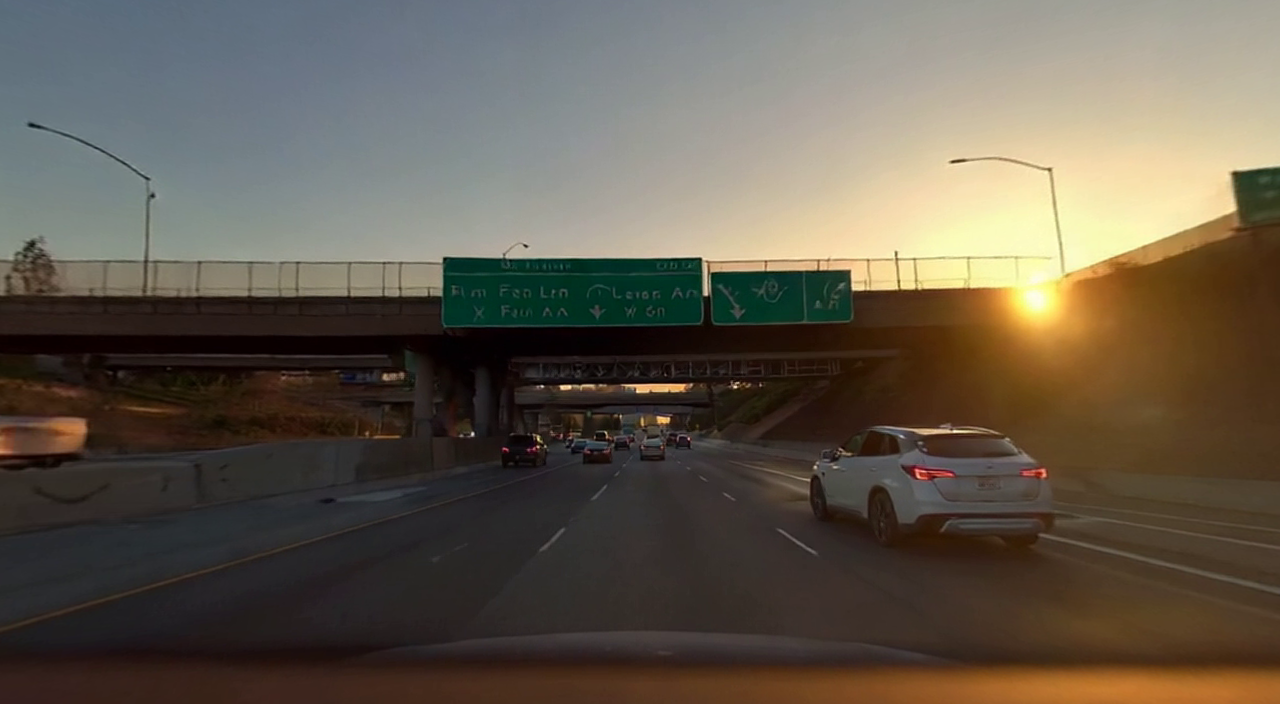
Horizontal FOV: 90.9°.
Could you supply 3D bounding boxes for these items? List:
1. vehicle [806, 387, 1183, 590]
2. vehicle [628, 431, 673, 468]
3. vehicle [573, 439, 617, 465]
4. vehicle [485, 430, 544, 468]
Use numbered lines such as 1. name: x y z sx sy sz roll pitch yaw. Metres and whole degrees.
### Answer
1. vehicle: 3.820 1.563 8.070 2.083 1.823 4.627 0 -8 0
2. vehicle: 0.552 4.891 31.857 2.133 1.739 3.925 0 -8 2
3. vehicle: -2.512 5.702 36.203 2.205 1.406 4.286 0 -8 1
4. vehicle: -5.955 4.676 30.431 1.946 1.688 4.019 0 -8 1
